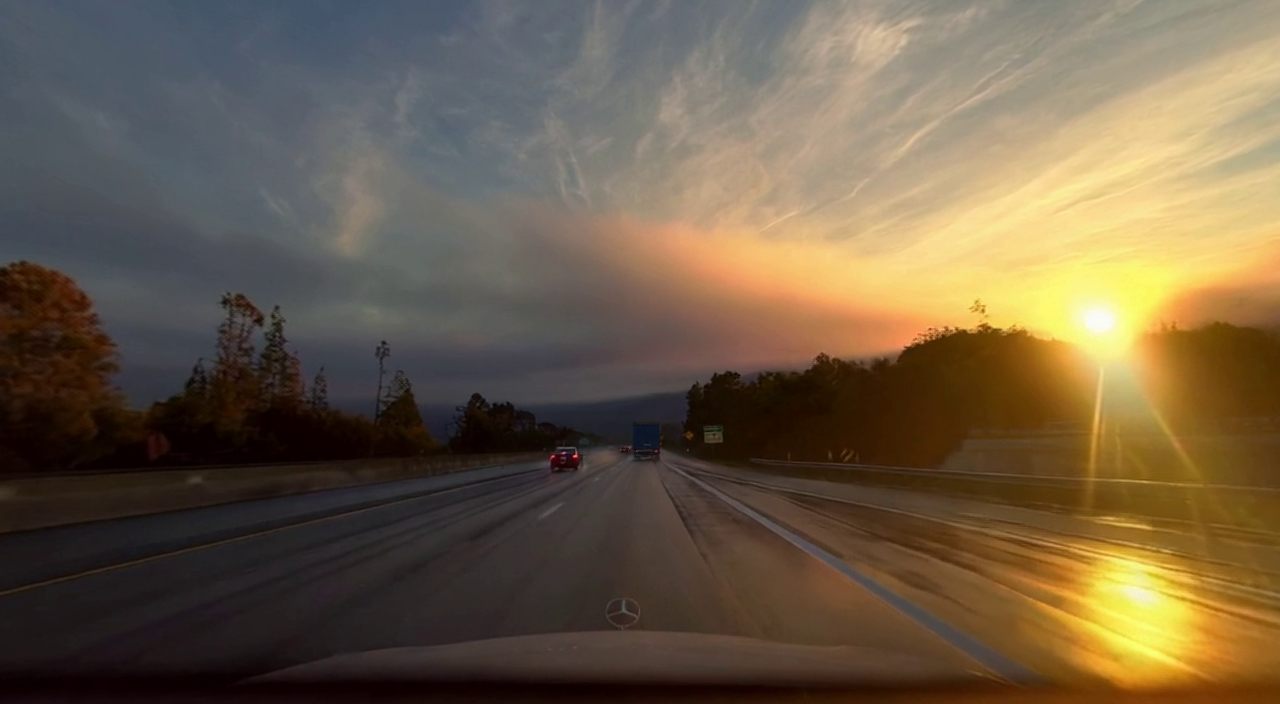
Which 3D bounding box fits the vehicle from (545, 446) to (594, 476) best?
[{"bbox_3d":[-3.806,5.991,34.897,1.999,1.533,4.870,-1,-9,2],"label":"vehicle"}]
